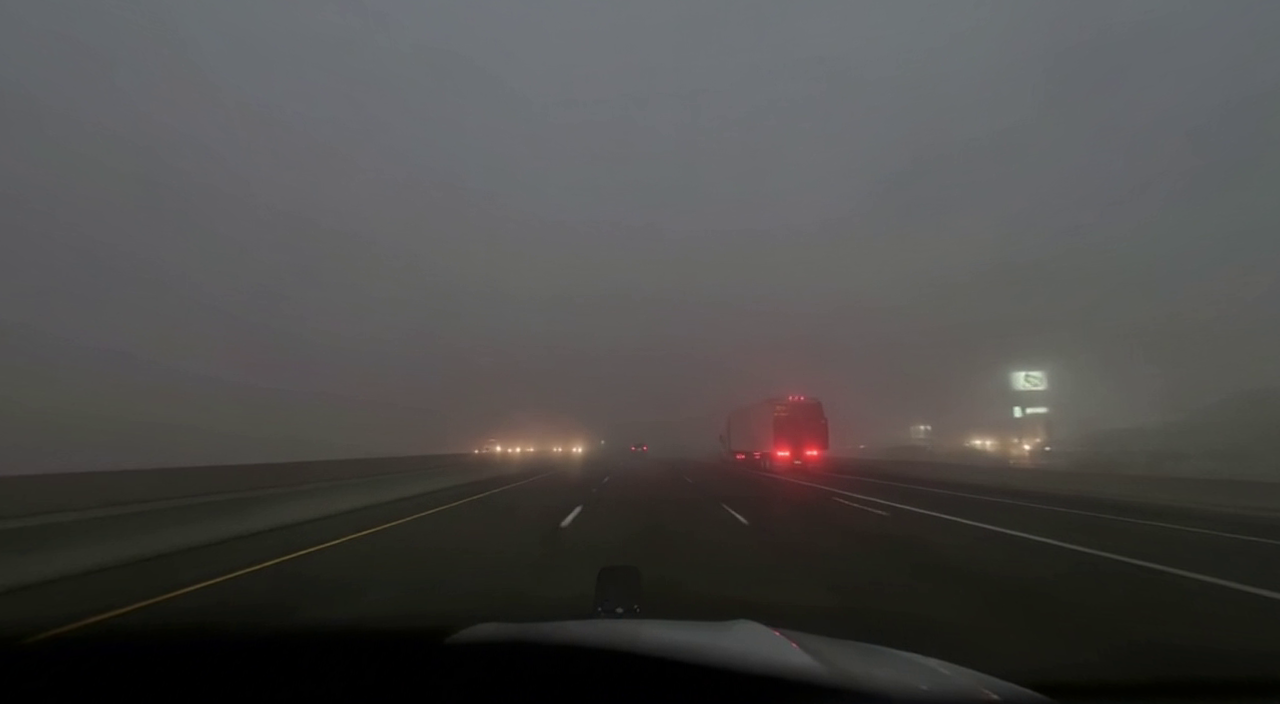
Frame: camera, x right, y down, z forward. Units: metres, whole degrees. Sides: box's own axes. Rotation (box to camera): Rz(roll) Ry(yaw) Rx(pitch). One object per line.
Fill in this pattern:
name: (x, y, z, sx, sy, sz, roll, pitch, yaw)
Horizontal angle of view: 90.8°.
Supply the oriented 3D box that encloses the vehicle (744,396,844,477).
vehicle: (6.831, 3.962, 29.390, 2.793, 3.204, 7.997, 0, -8, 1)
